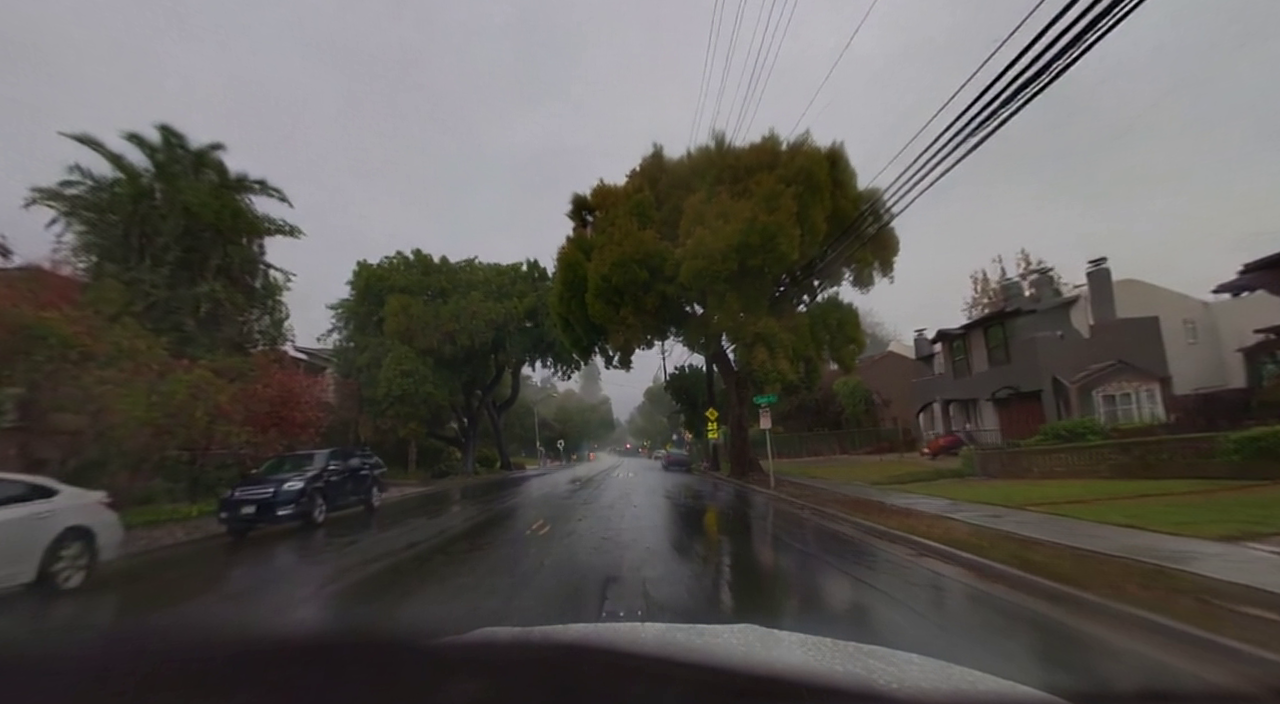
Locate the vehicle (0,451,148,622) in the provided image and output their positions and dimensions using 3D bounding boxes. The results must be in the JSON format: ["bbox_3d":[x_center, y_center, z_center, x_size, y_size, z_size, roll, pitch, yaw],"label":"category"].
[{"bbox_3d":[-7.051,1.736,5.729,2.041,1.587,3.920,-2,-9,-1],"label":"vehicle"}]

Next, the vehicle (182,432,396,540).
[{"bbox_3d":[-7.218,2.786,13.694,2.135,1.787,4.452,-4,-9,0],"label":"vehicle"}]

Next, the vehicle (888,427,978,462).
[{"bbox_3d":[13.840,4.392,29.896,3.645,1.532,1.806,-5,-10,29],"label":"vehicle"}]

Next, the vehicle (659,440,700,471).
[{"bbox_3d":[2.284,6.181,37.834,1.971,1.710,4.210,0,-9,-3],"label":"vehicle"}]
